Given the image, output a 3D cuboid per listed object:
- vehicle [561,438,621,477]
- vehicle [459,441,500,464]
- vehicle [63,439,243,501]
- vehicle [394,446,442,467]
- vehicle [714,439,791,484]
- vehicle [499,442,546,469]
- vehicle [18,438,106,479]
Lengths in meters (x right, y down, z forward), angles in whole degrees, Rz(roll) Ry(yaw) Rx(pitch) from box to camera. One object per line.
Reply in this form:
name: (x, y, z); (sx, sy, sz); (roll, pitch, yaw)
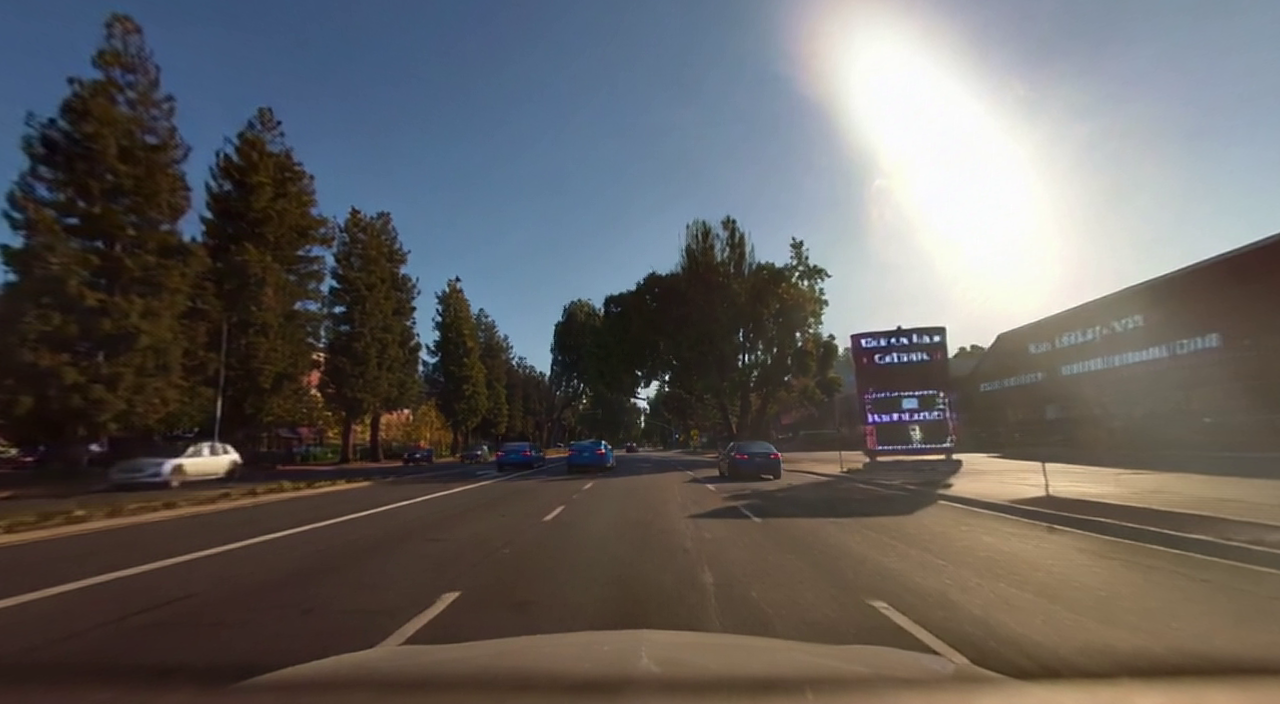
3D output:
vehicle: (-2.008, 4.456, 26.943); (2.001, 1.504, 4.212); (-1, -8, 3)
vehicle: (-11.989, 7.548, 47.411); (1.944, 1.662, 4.160); (0, -8, 1)
vehicle: (-15.307, 3.682, 20.239); (2.052, 1.729, 4.598); (0, -8, 0)
vehicle: (-16.056, 7.564, 45.838); (1.841, 1.479, 4.286); (0, -8, 1)
vehicle: (4.034, 3.985, 23.347); (1.977, 1.474, 4.399); (0, -8, -1)
vehicle: (-6.706, 5.938, 36.417); (1.993, 1.444, 3.965); (0, -8, -1)
vehicle: (-40.299, 7.433, 44.070); (3.598, 2.686, 2.811); (4, -9, -24)
